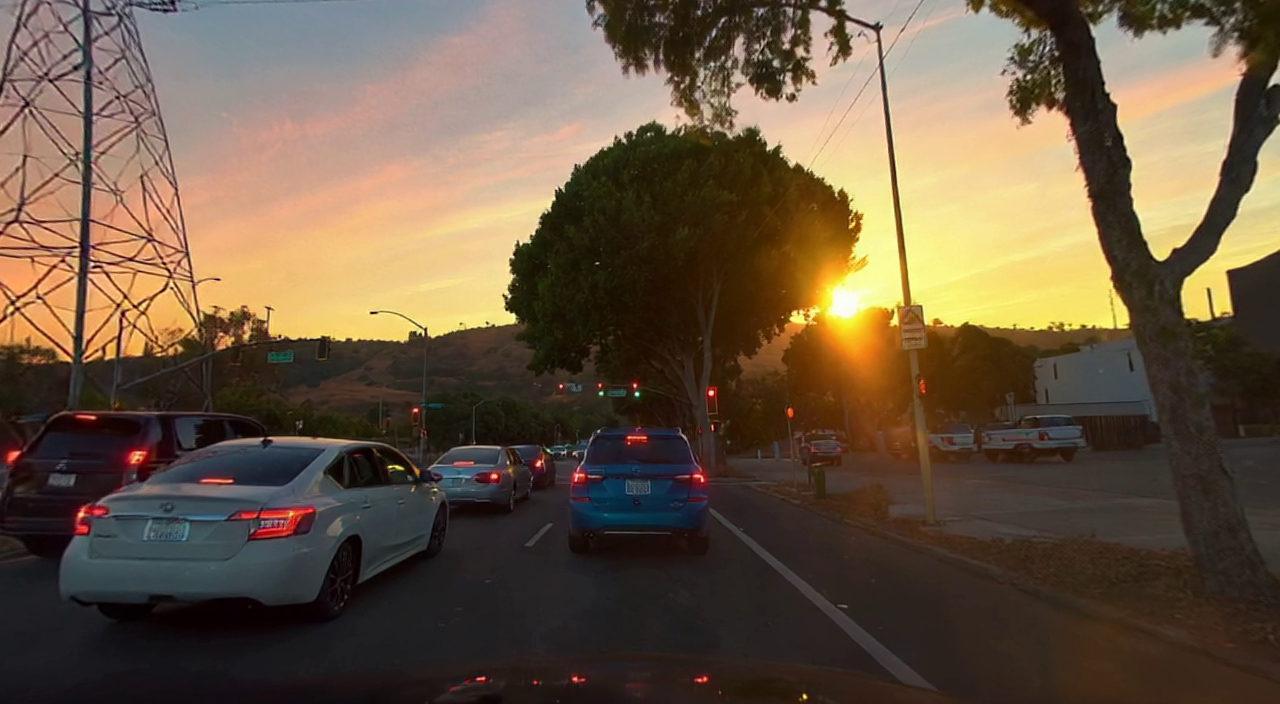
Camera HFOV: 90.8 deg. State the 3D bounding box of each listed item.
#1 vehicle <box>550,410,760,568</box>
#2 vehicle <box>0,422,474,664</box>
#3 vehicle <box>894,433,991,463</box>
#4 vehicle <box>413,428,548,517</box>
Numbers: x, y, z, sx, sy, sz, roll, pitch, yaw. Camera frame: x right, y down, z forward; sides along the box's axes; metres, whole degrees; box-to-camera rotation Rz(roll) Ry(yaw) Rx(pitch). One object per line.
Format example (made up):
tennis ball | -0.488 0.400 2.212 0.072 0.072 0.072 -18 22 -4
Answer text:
vehicle | 0.089 1.771 8.931 2.239 1.661 4.224 0 -8 -2
vehicle | -3.167 1.508 6.194 1.973 1.469 4.448 0 -8 -1
vehicle | 15.104 4.804 31.710 3.858 1.437 1.899 0 -8 -4
vehicle | -3.255 2.532 13.751 1.997 1.636 3.760 0 -8 -1
